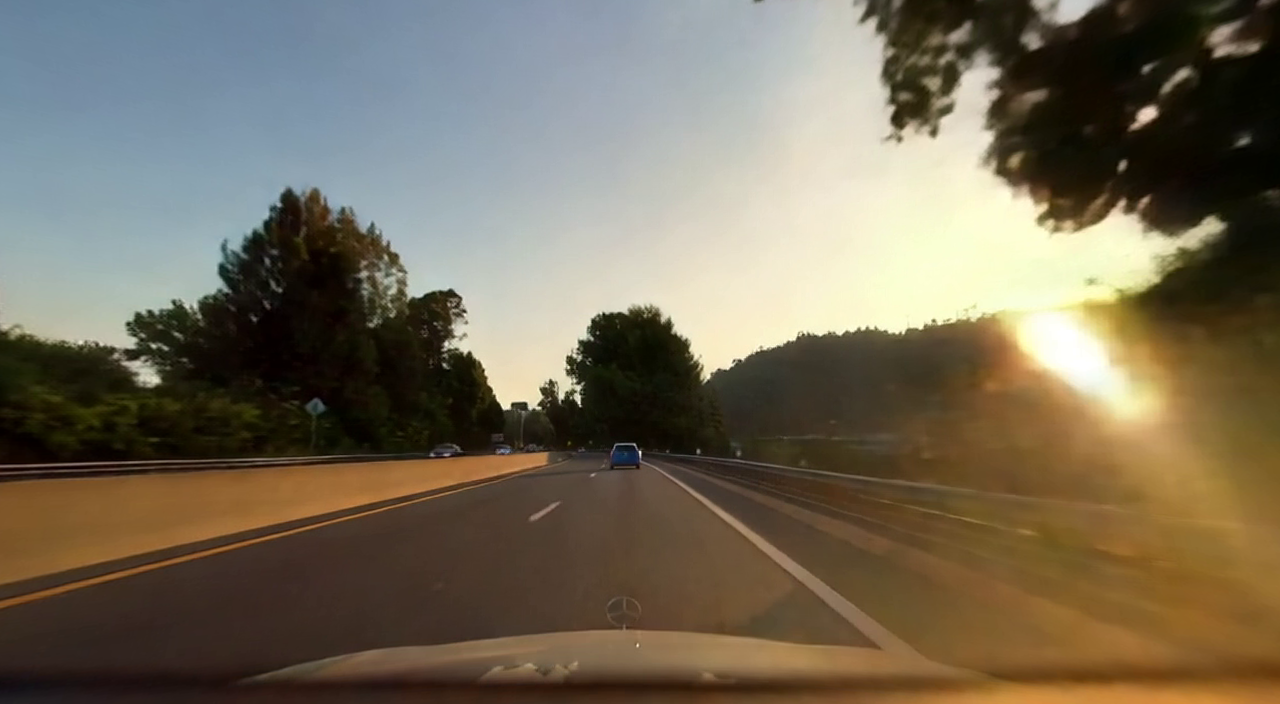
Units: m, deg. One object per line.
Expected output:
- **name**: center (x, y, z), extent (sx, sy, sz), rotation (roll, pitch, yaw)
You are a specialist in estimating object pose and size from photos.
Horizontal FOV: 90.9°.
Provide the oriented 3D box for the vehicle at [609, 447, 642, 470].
- **vehicle**: center (-1.008, 7.187, 42.684), extent (2.126, 1.411, 4.433), rotation (0, -9, -1)
